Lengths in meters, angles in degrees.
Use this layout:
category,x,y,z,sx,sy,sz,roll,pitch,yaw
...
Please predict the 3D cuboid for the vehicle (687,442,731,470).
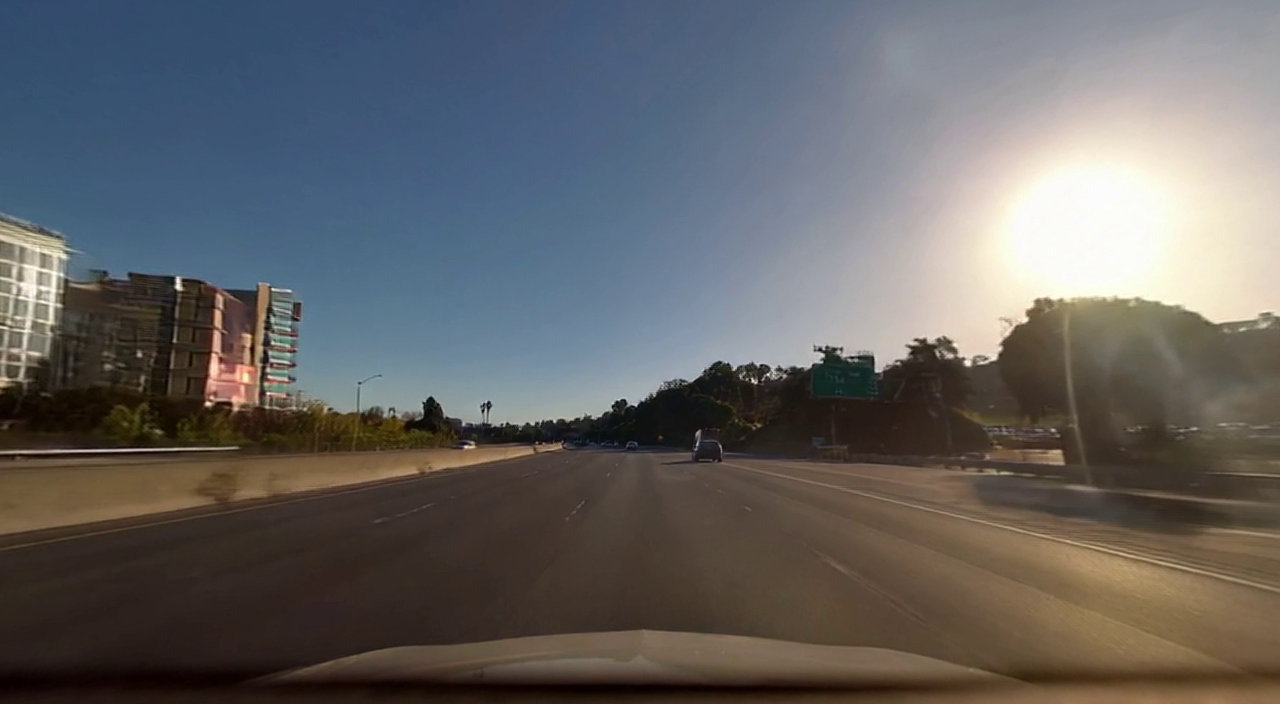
category,x,y,z,sx,sy,sz,roll,pitch,yaw
vehicle,3.864,5.867,35.929,1.926,1.477,4.025,0,-8,-2
